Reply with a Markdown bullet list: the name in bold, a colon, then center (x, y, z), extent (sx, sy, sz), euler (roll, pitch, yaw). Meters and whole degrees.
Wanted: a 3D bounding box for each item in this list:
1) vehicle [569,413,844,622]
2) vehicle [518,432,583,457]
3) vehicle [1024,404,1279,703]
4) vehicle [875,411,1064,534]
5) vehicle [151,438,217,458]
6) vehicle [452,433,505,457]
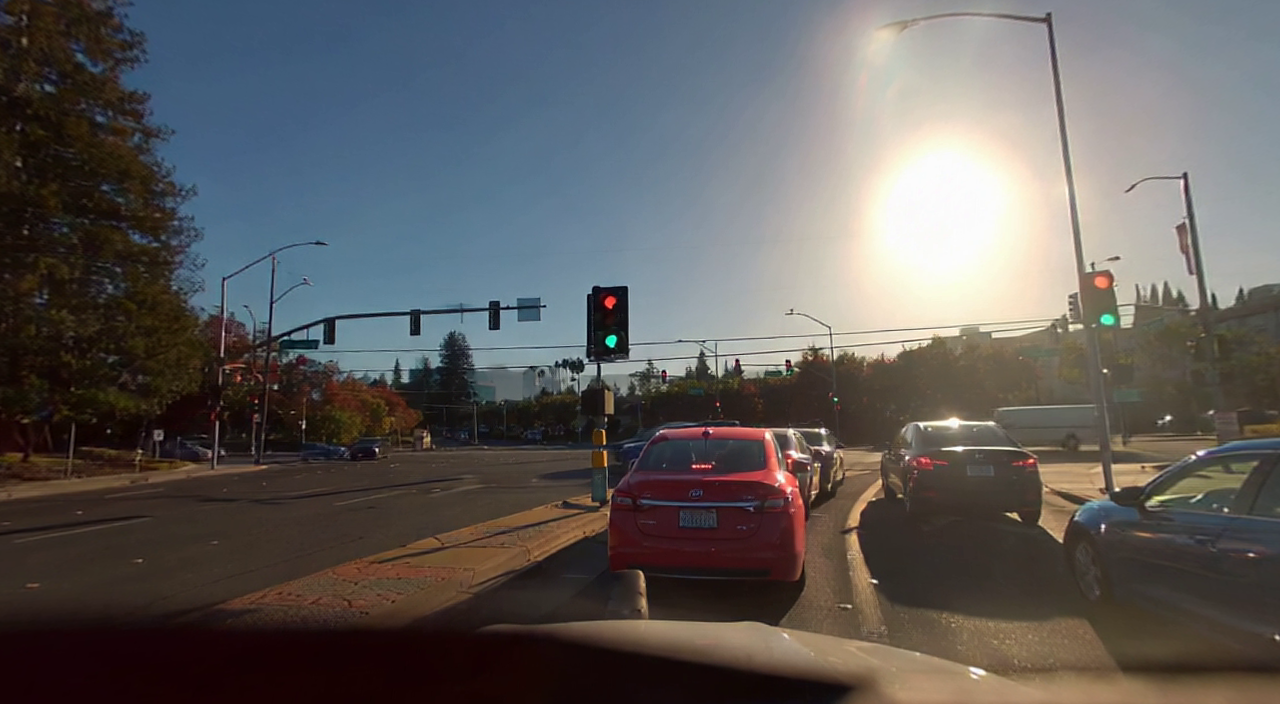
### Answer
- **vehicle**: center (0.853, 1.497, 6.690), extent (2.052, 1.483, 3.928), euler (-2, -8, 12)
- **vehicle**: center (-5.963, 6.112, 41.558), extent (1.932, 1.573, 4.509), euler (8, -12, -44)
- **vehicle**: center (4.249, 1.057, 3.366), extent (1.954, 1.508, 4.441), euler (-1, -8, 6)
- **vehicle**: center (5.543, 2.046, 11.283), extent (2.102, 1.717, 4.373), euler (-2, -9, 16)
- **vehicle**: center (-35.337, 7.447, 48.665), extent (1.652, 1.433, 3.733), euler (-7, -11, 40)
- **vehicle**: center (-12.456, 7.117, 48.199), extent (1.972, 1.705, 4.457), euler (8, -11, -43)
